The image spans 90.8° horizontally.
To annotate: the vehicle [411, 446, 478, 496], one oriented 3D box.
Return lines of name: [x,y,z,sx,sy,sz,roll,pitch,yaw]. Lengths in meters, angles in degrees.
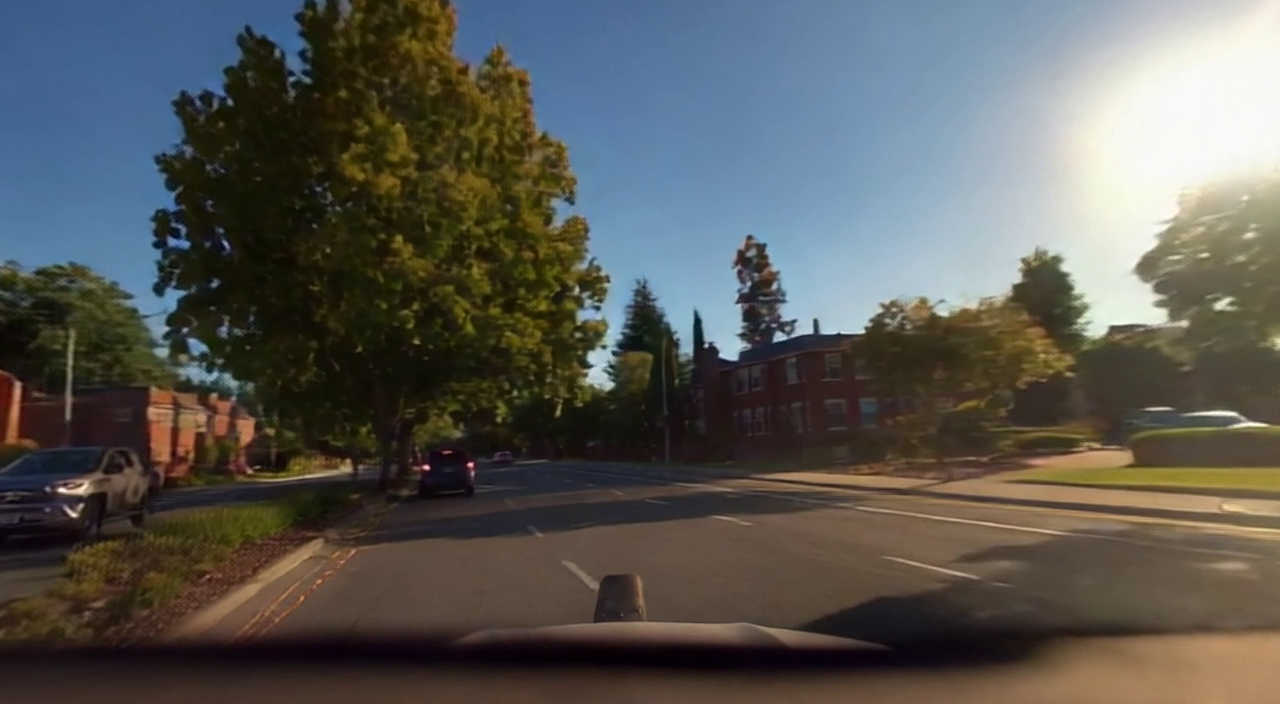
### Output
vehicle: [-7.112,4.257,23.067,2.093,1.591,4.247,2,-8,-17]

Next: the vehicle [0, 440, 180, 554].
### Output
vehicle: [-12.829,3.065,14.196,2.386,2.101,4.923,2,-8,-16]

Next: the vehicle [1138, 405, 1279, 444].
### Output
vehicle: [23.866,3.085,26.537,4.220,1.519,2.560,2,-8,-17]
